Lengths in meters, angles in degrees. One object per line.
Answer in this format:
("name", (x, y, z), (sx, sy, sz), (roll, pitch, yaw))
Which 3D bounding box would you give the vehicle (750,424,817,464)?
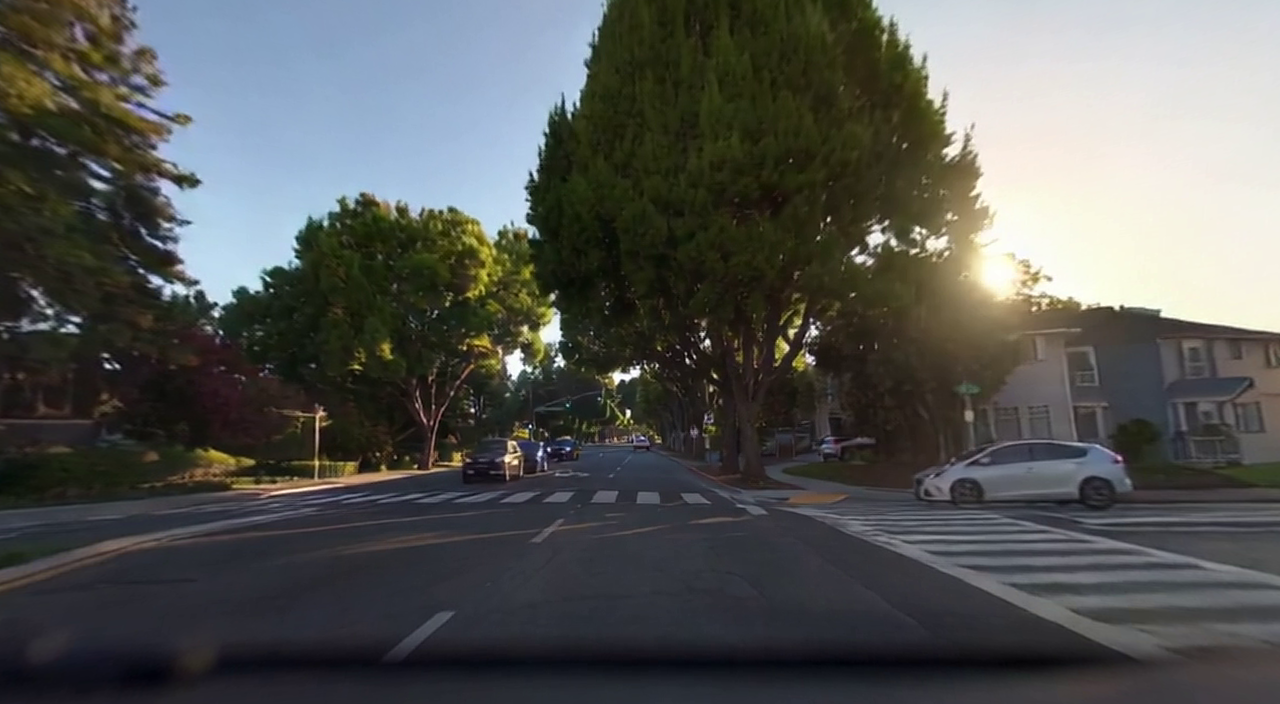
("vehicle", (8.495, 5.561, 38.105), (2.649, 2.151, 6.555), (0, -8, 1))

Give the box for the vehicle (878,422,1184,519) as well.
("vehicle", (7.784, 2.418, 13.326), (4.906, 1.729, 2.414), (-2, -9, 16))

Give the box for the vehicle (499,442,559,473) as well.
("vehicle", (-5.570, 5.338, 32.200), (2.078, 1.467, 4.376), (0, -8, 2))
